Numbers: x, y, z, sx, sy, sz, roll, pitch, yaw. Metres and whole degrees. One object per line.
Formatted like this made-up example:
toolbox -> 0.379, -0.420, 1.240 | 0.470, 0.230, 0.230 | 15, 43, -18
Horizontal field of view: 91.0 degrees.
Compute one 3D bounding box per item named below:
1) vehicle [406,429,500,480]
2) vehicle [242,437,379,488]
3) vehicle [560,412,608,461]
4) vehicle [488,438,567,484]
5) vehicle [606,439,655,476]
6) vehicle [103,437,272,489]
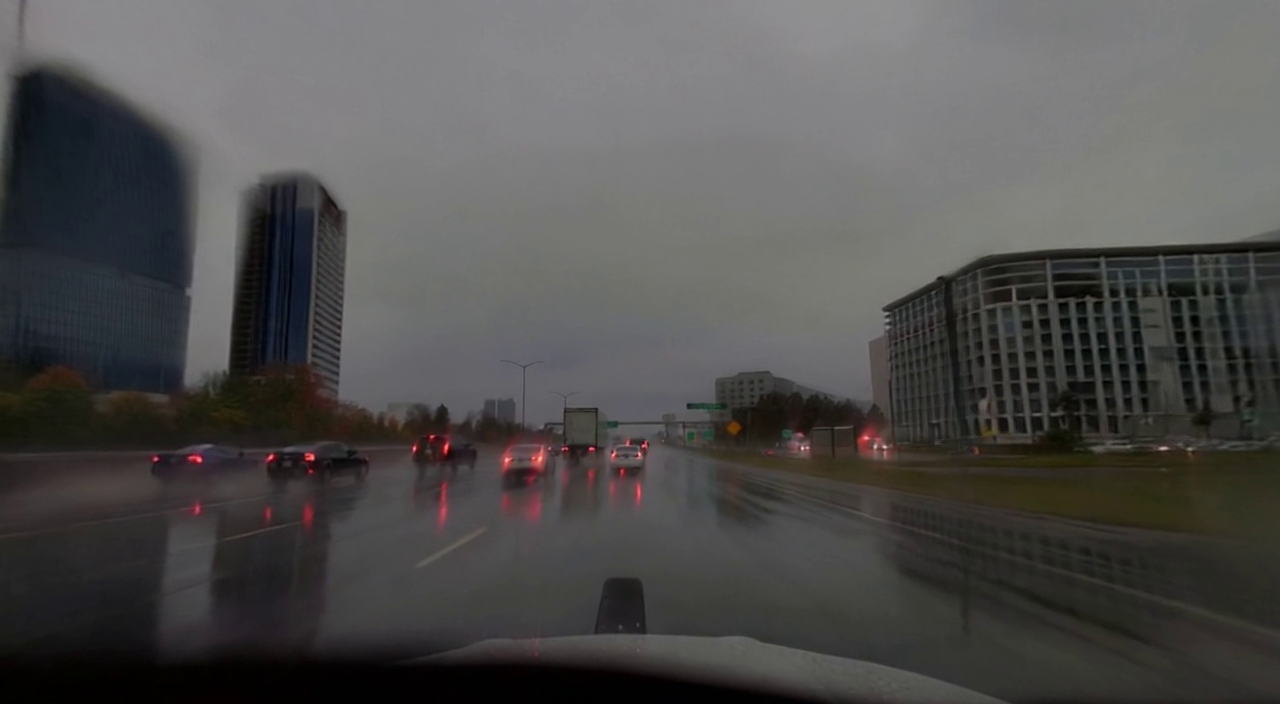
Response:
vehicle -> -7.287, 4.063, 25.184 | 2.190, 1.821, 4.800 | 0, -8, 1
vehicle -> -10.800, 3.643, 21.125 | 1.987, 1.495, 4.710 | 0, -8, 1
vehicle -> -4.080, 6.460, 47.652 | 2.955, 3.359, 8.322 | 0, -8, -1
vehicle -> -3.989, 3.923, 23.049 | 2.016, 1.497, 4.235 | 0, -8, 1
vehicle -> -0.397, 4.650, 27.952 | 1.991, 1.488, 3.922 | 0, -8, 0
vehicle -> -14.557, 3.579, 20.692 | 1.948, 1.483, 4.814 | 0, -8, 0
